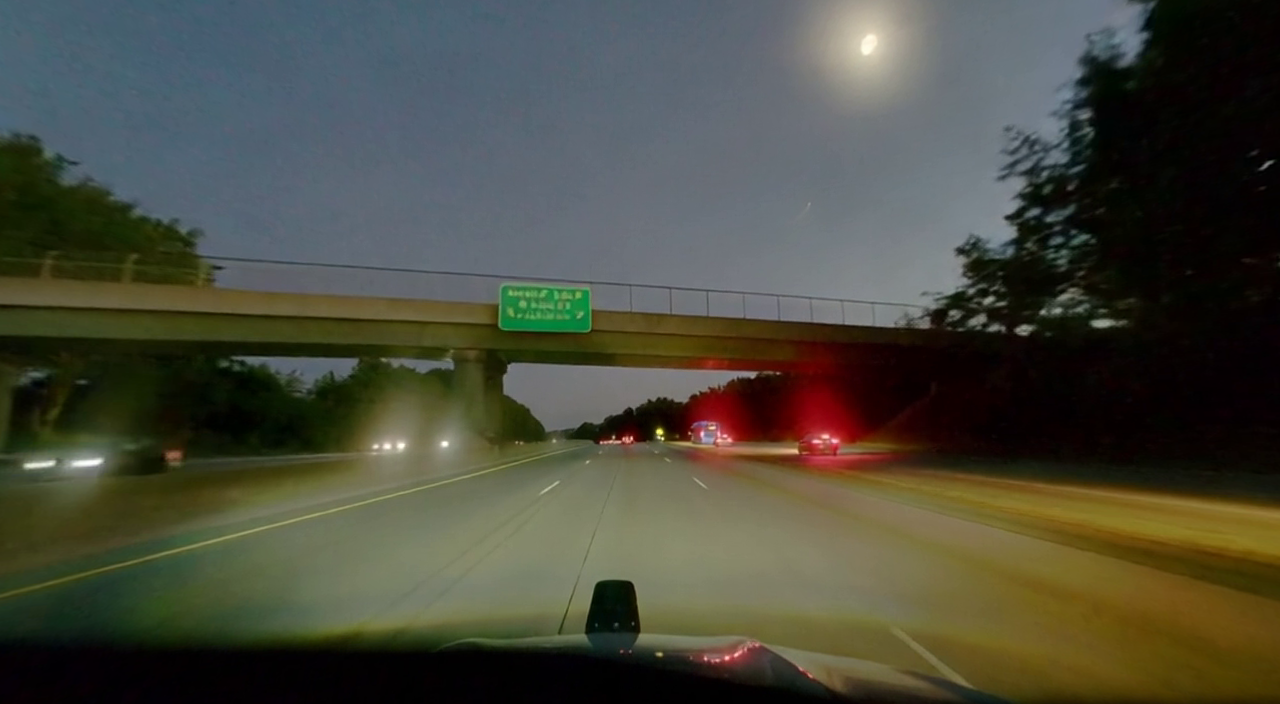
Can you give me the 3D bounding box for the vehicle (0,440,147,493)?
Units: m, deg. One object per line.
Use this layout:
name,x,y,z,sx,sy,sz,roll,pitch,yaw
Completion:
vehicle,-17.055,3.375,18.895,1.625,1.401,3.489,0,-8,-1

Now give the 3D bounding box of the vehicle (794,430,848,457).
vehicle,10.309,5.246,36.105,1.880,1.460,3.770,0,-8,-2
